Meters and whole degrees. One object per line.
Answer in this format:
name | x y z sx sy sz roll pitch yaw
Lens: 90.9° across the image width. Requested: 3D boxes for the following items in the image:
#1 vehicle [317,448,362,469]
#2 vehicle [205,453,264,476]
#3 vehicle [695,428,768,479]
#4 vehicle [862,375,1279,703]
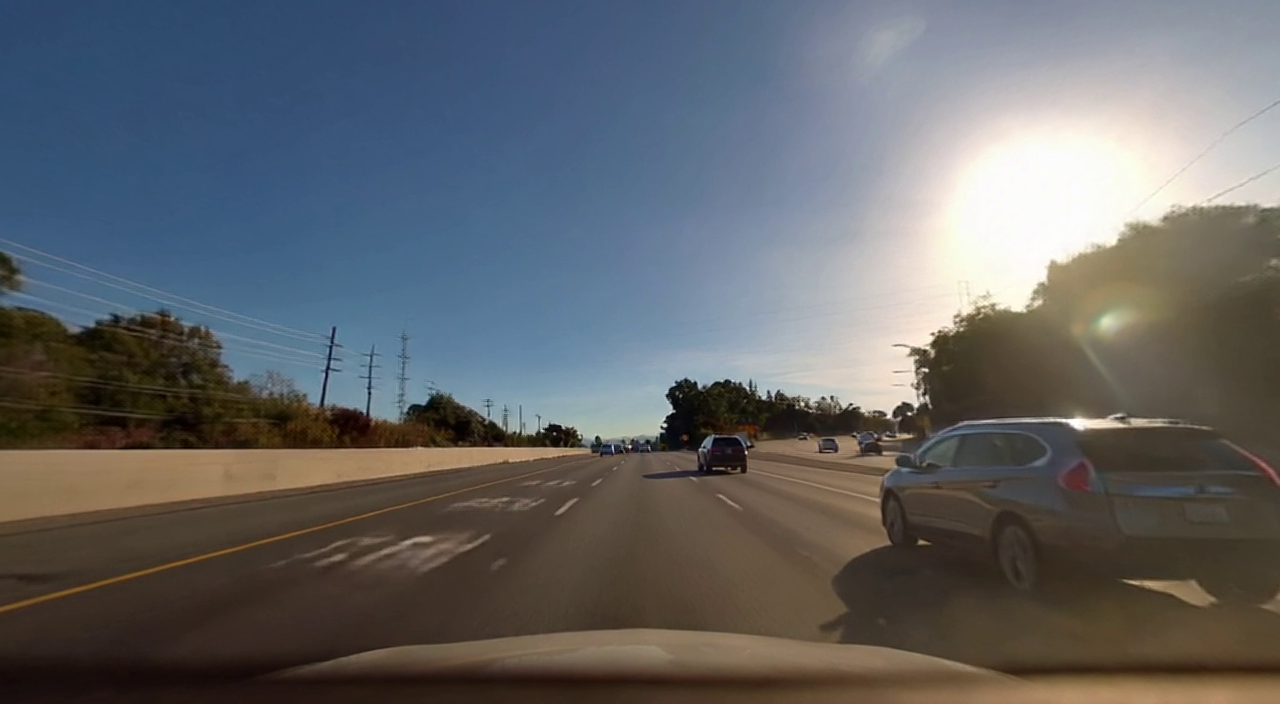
vehicle | -22.251 7.887 46.851 1.588 1.423 3.497 0 -8 0
vehicle | -26.227 7.247 40.930 1.512 1.348 3.317 0 -8 3
vehicle | 3.924 4.468 28.163 2.442 2.022 5.466 0 -8 0
vehicle | 3.815 1.255 5.469 2.146 1.639 4.475 0 -8 0
